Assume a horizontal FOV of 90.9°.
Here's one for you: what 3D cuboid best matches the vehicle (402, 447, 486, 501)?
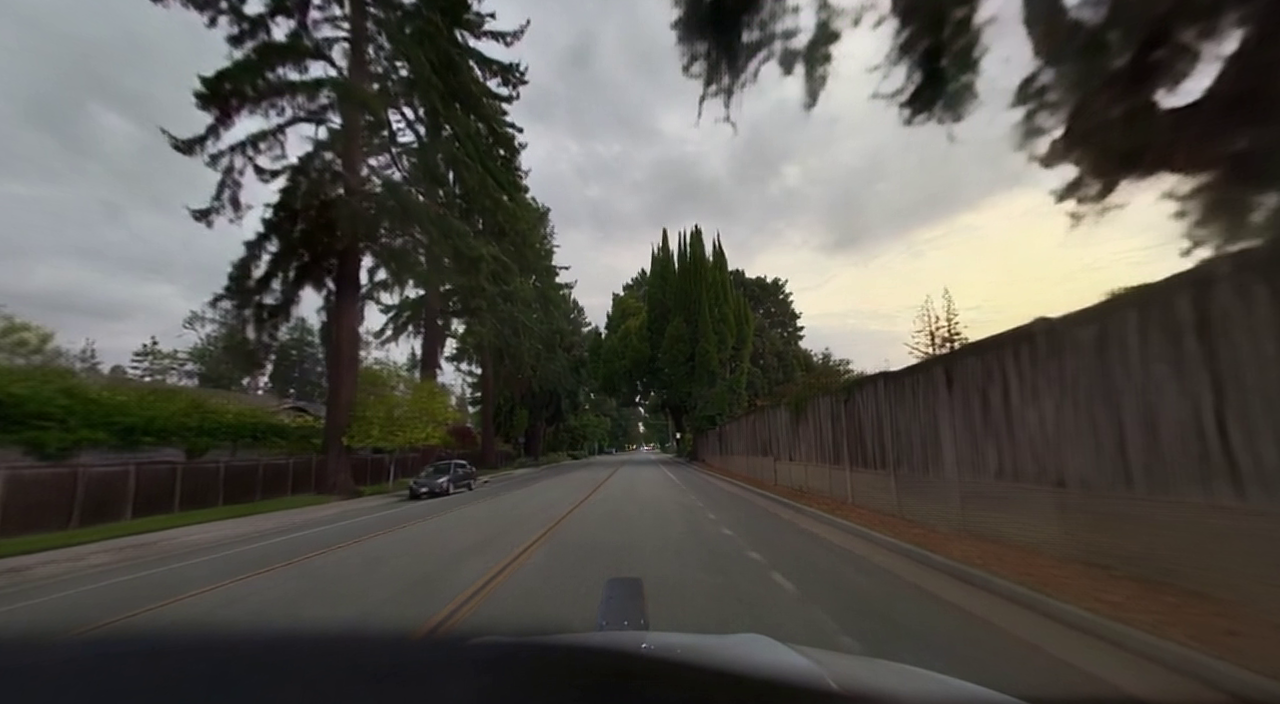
[{"bbox_3d":[-7.667,4.753,24.983,1.945,1.760,4.021,-3,-8,2],"label":"vehicle"}]
